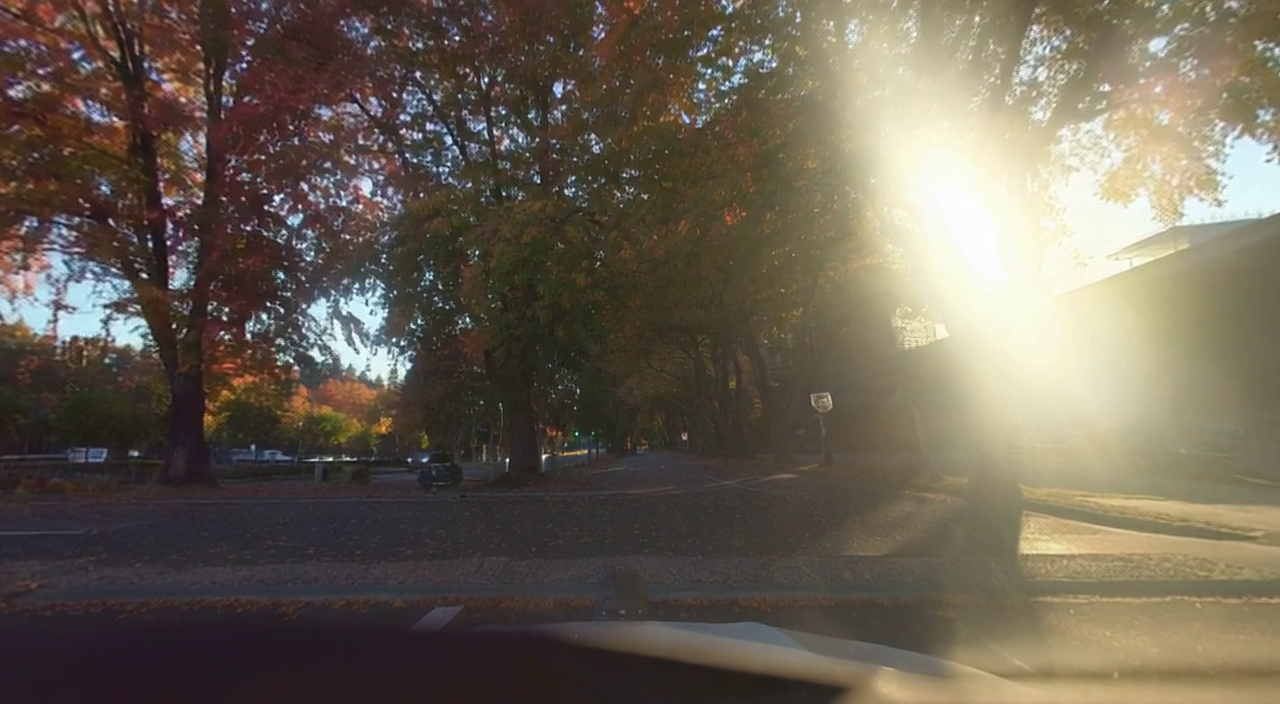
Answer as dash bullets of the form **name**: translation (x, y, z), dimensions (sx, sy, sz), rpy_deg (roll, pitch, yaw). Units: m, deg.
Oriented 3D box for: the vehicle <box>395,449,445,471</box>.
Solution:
- **vehicle**: translation (-17.272, 8.468, 49.711), dimensions (1.907, 1.644, 4.410), rpy_deg (-1, -9, 8)
